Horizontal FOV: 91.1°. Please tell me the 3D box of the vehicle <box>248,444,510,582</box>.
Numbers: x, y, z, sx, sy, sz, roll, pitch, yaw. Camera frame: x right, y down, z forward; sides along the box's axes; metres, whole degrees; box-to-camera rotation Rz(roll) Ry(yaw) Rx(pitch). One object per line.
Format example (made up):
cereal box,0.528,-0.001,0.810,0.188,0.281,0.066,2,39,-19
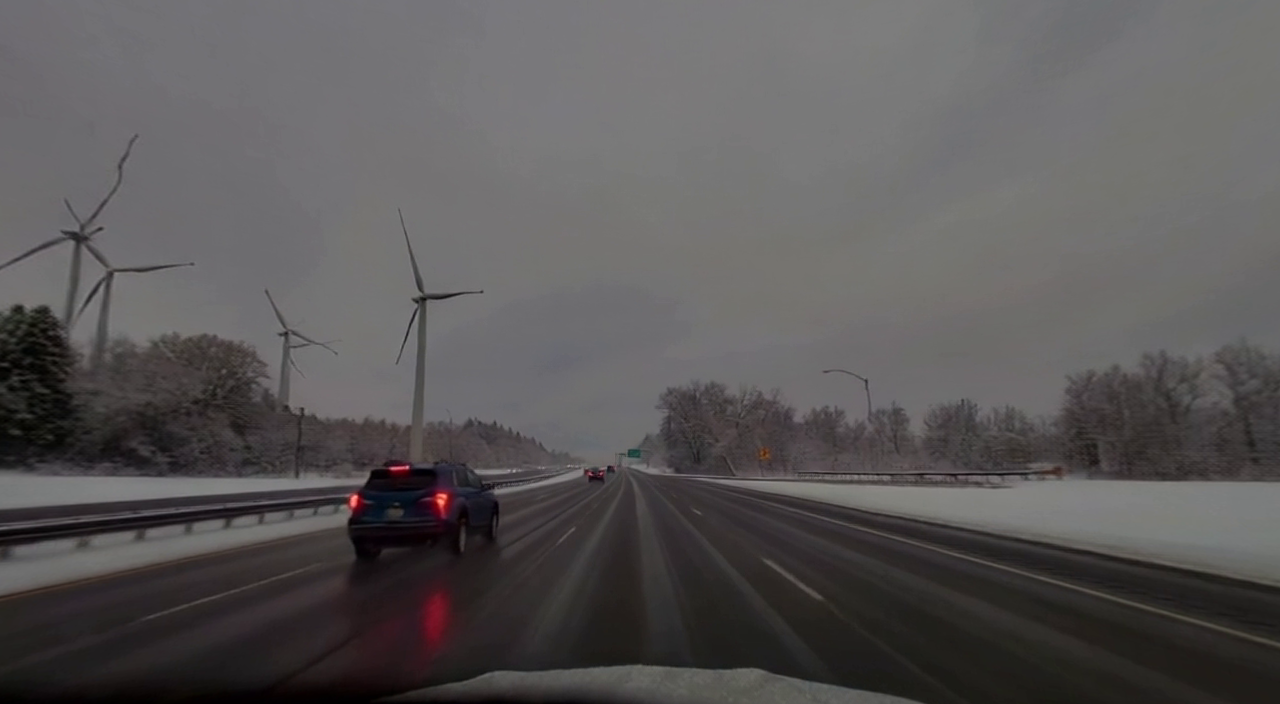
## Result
vehicle,-3.360,2.187,9.165,2.001,1.486,4.104,1,-10,0
